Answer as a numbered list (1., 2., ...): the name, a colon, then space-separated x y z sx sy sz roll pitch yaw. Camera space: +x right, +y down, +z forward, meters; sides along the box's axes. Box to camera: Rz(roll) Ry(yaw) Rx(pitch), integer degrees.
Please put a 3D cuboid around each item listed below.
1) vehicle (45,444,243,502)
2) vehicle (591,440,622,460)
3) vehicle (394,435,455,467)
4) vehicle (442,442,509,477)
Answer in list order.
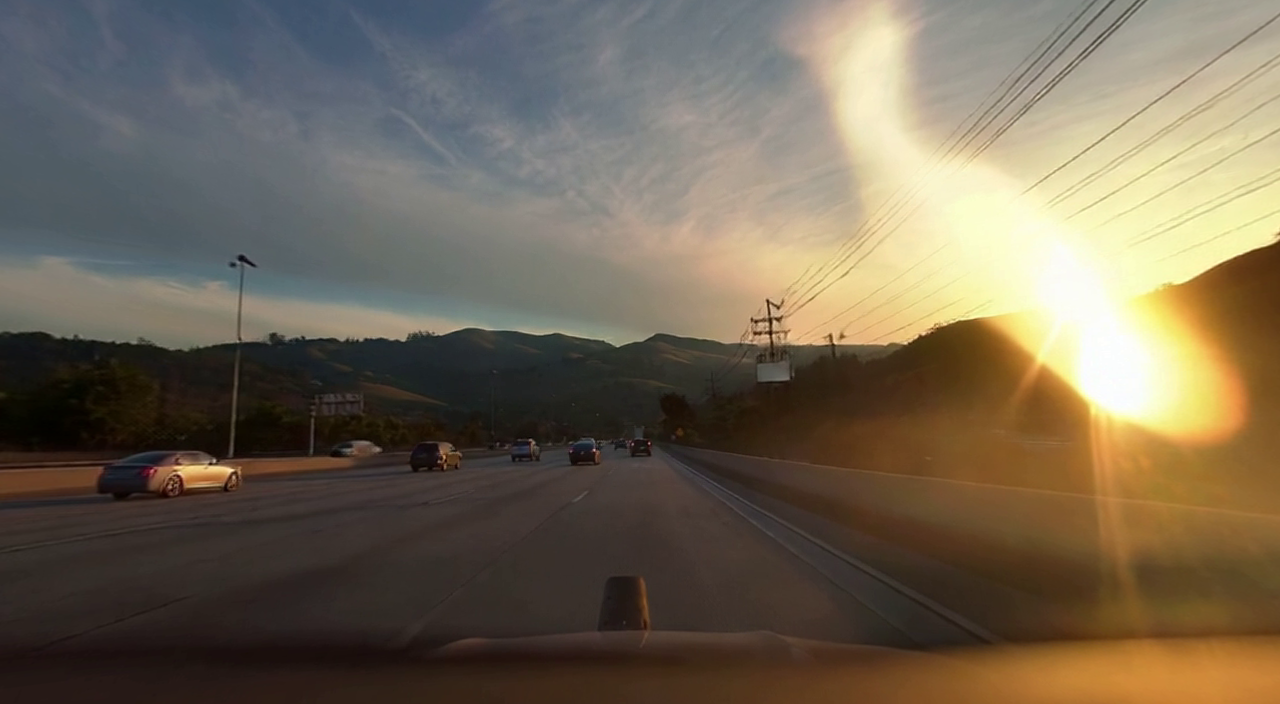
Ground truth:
1. vehicle: -14.379 3.508 18.774 1.885 1.474 4.849 0 -9 1
2. vehicle: -2.518 7.526 48.311 2.064 1.446 4.409 0 -9 1
3. vehicle: -14.235 6.571 41.927 2.172 1.946 5.017 0 -9 1
4. vehicle: -7.467 4.892 29.010 1.899 1.472 4.202 0 -9 1
